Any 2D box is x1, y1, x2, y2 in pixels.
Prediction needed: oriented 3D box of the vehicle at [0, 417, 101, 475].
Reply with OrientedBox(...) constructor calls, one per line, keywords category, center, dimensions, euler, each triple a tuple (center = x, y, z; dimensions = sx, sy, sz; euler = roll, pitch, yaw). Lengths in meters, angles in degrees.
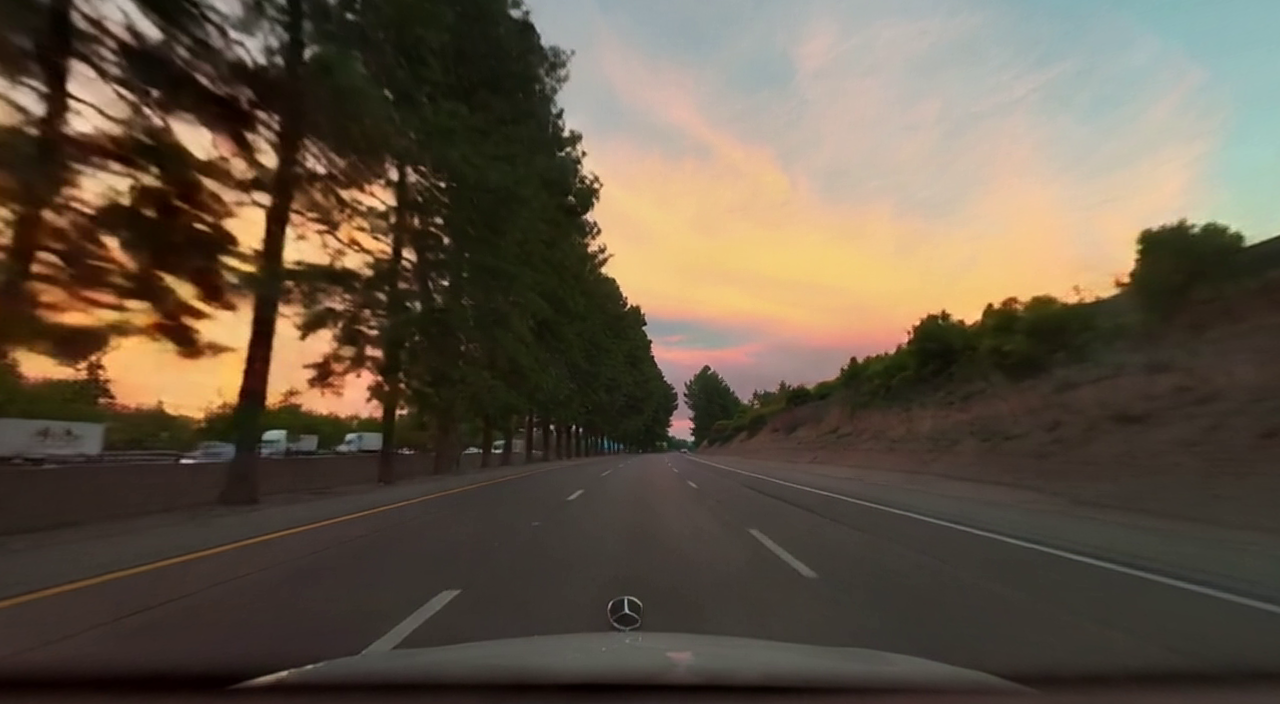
OrientedBox(category="vehicle", center=(-44.558, 6.905, 45.586), dimensions=(2.822, 3.748, 12.930), euler=(2, -9, -14))
